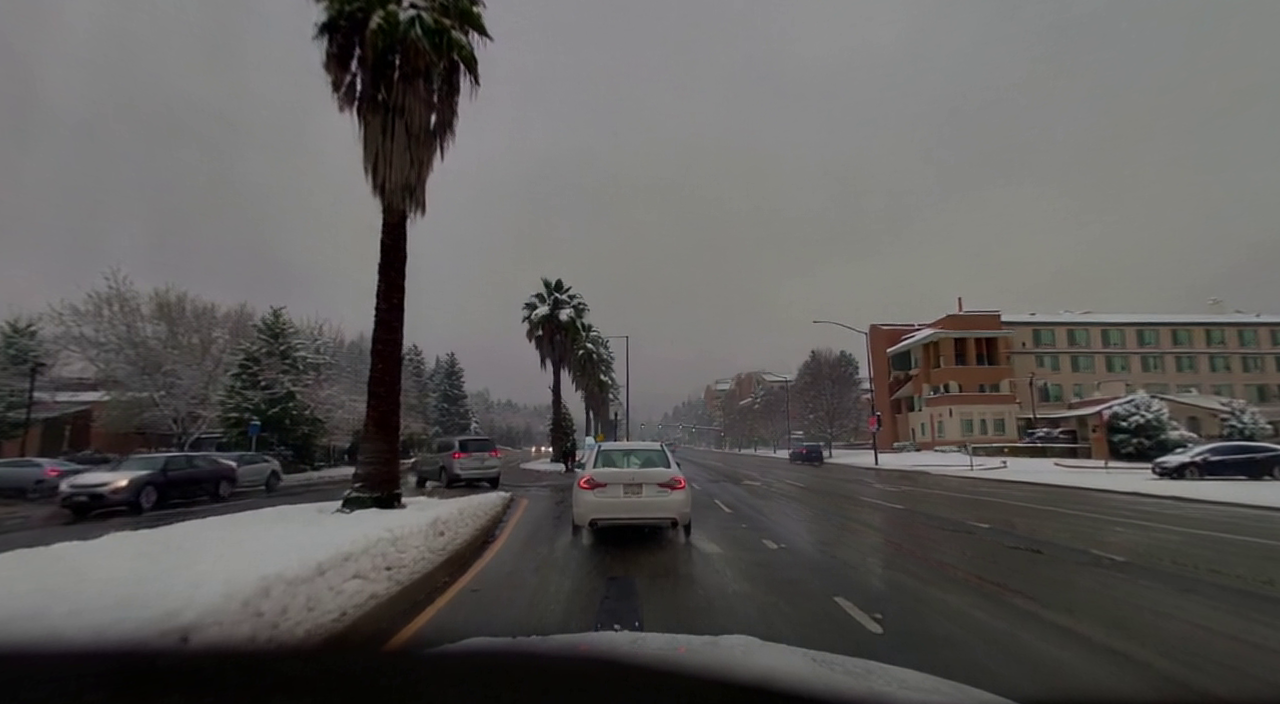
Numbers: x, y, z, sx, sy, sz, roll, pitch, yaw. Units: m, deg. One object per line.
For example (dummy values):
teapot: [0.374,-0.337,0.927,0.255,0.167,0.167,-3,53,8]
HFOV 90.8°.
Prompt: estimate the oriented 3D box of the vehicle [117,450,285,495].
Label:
vehicle: [-15.595,4.255,22.595,4.585,1.479,2.088,-1,-9,6]

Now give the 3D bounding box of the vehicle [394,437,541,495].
vehicle: [-5.368,3.444,19.451,4.457,1.552,2.095,-7,-11,38]

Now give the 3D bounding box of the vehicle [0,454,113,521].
vehicle: [-15.547,3.338,16.084,4.071,1.442,1.948,-5,-10,31]

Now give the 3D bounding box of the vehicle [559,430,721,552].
vehicle: [-0.137,2.036,10.024,1.986,1.473,4.382,0,-9,-4]
